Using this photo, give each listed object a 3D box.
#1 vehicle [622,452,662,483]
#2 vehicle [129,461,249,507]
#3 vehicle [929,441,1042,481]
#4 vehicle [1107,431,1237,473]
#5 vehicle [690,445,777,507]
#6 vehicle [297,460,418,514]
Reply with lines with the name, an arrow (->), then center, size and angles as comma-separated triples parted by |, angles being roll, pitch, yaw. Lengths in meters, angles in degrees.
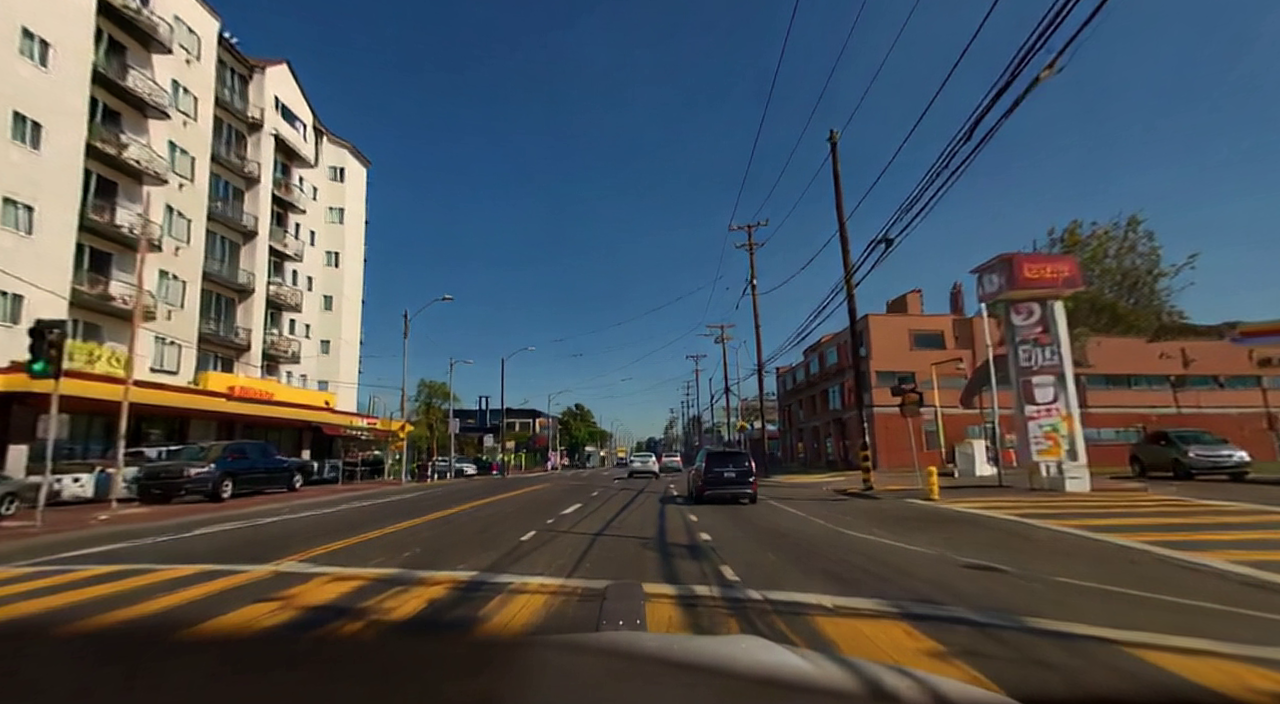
vehicle -> 0.101, 6.155, 33.923 | 1.999, 1.487, 3.939 | 0, -8, 0
vehicle -> -17.196, 5.023, 24.157 | 3.631, 1.452, 1.610 | -3, -4, 8
vehicle -> 14.063, 4.449, 26.080 | 1.846, 1.480, 4.649 | 0, -8, -2
vehicle -> 21.484, 4.056, 25.758 | 1.856, 1.530, 3.933 | -1, -8, 1
vehicle -> 2.701, 3.672, 19.231 | 1.945, 1.647, 4.160 | 0, -8, -1
vehicle -> -9.150, 4.378, 20.930 | 1.859, 1.451, 4.447 | -1, -8, 1
